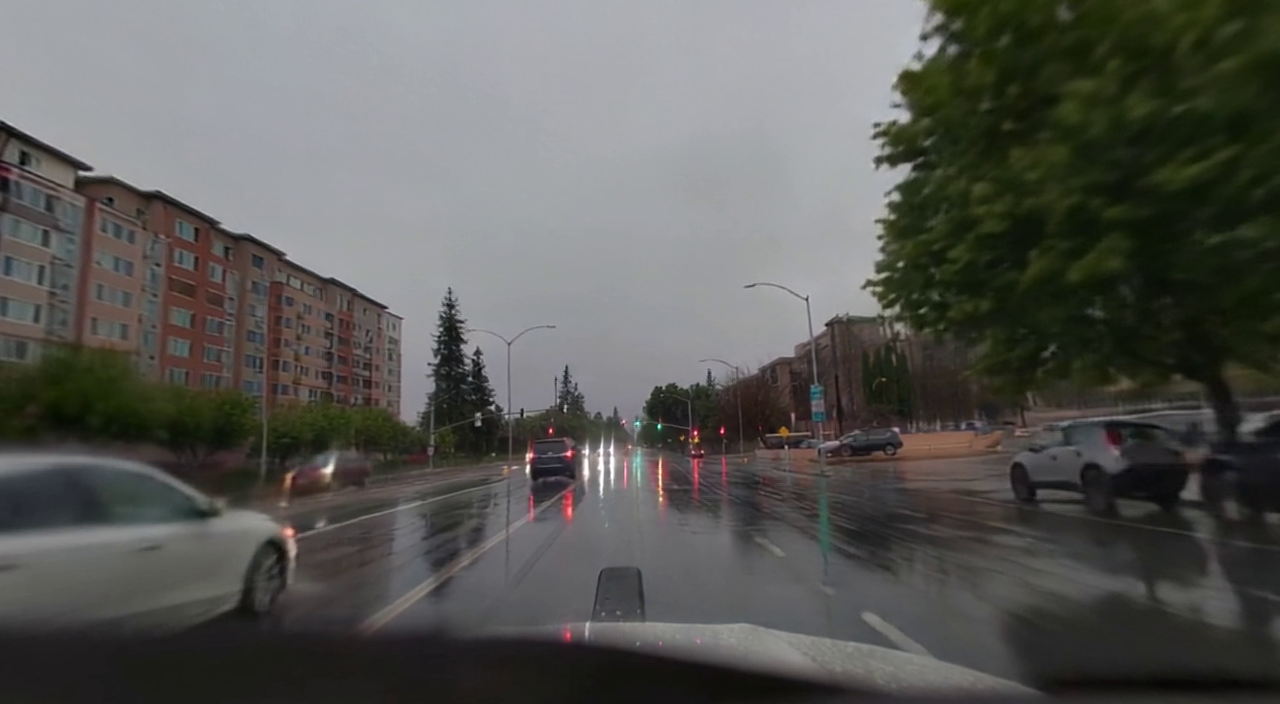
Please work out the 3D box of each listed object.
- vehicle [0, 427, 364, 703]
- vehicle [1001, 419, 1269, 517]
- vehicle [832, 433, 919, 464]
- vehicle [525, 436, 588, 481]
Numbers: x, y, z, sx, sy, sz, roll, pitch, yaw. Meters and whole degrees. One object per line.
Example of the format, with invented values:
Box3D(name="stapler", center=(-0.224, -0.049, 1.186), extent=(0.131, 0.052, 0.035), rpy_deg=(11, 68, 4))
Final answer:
Box3D(name="vehicle", center=(-3.739, 1.242, 3.877), extent=(2.144, 1.447, 4.421), rpy_deg=(0, -9, -1))
Box3D(name="vehicle", center=(9.859, 2.340, 13.172), extent=(1.992, 1.664, 4.246), rpy_deg=(0, -9, -3))
Box3D(name="vehicle", center=(13.757, 5.679, 37.154), extent=(4.399, 1.722, 2.202), rpy_deg=(-2, -9, 9))
Box3D(name="vehicle", center=(-3.808, 4.974, 29.804), extent=(2.220, 1.888, 4.904), rpy_deg=(-1, -9, 1))
